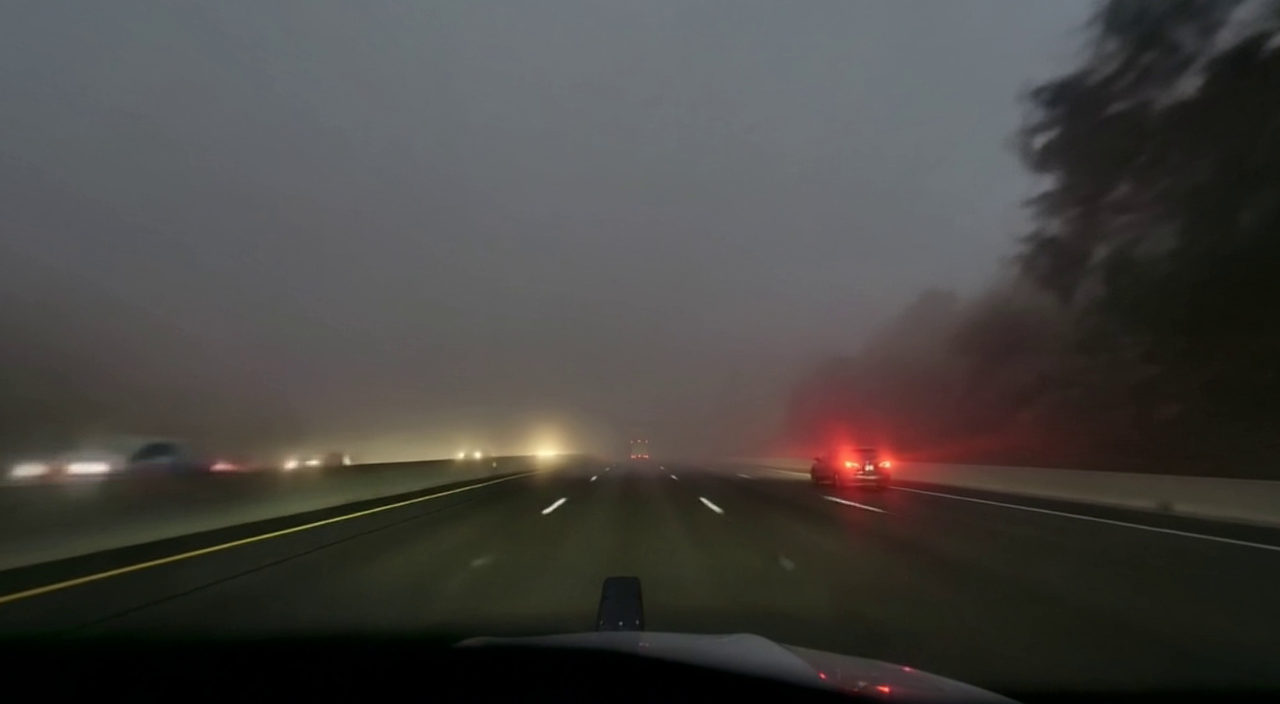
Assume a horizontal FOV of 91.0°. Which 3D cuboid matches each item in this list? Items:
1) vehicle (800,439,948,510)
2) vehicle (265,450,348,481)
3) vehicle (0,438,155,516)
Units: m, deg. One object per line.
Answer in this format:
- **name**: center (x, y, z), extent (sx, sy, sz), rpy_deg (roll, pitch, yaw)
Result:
- **vehicle**: center (5.599, 2.971, 15.745), extent (1.976, 1.495, 4.217), rpy_deg (0, -9, -1)
- **vehicle**: center (-18.104, 6.168, 34.473), extent (1.926, 1.505, 4.737), rpy_deg (0, -9, 1)
- **vehicle**: center (-14.503, 2.919, 15.119), extent (2.014, 1.633, 4.543), rpy_deg (0, -9, 0)
